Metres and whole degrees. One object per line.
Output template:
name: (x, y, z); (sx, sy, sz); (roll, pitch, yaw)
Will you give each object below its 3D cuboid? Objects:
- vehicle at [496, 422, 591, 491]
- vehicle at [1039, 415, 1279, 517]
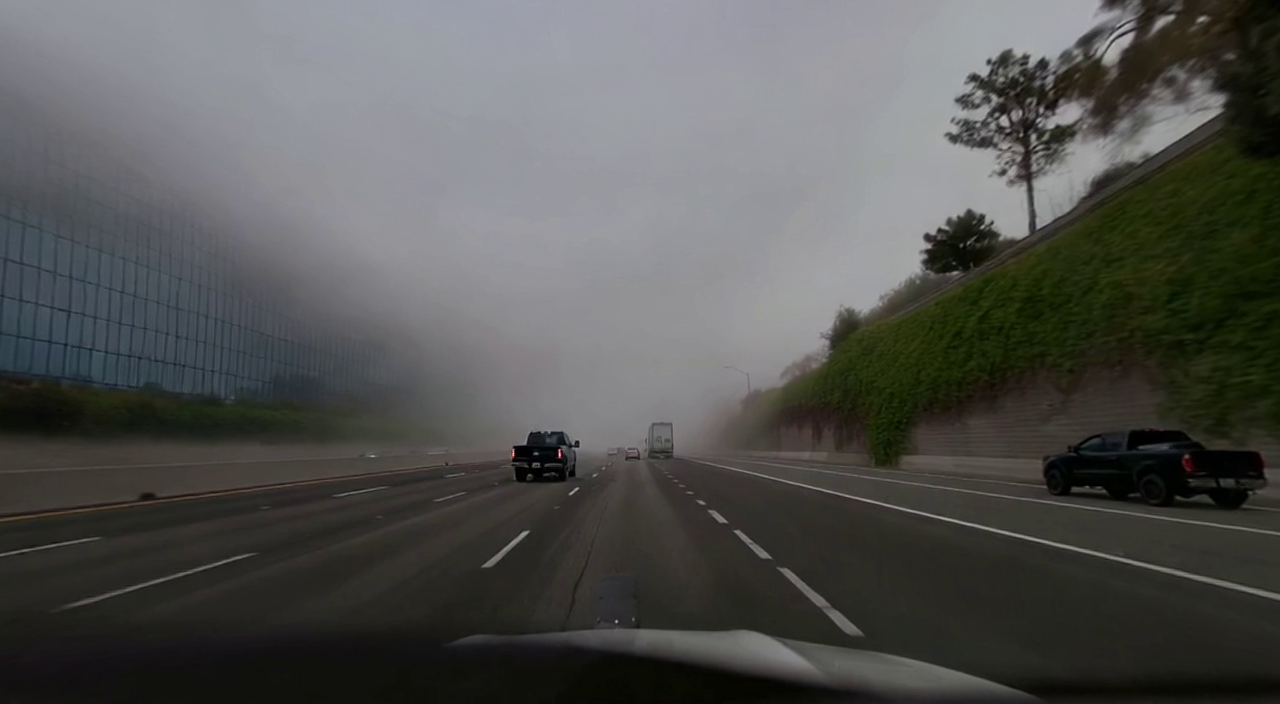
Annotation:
vehicle: (-3.069, 3.526, 21.536); (2.284, 2.022, 5.752); (0, -9, 0)
vehicle: (11.503, 2.422, 13.808); (2.089, 1.787, 5.080); (0, -9, -2)
